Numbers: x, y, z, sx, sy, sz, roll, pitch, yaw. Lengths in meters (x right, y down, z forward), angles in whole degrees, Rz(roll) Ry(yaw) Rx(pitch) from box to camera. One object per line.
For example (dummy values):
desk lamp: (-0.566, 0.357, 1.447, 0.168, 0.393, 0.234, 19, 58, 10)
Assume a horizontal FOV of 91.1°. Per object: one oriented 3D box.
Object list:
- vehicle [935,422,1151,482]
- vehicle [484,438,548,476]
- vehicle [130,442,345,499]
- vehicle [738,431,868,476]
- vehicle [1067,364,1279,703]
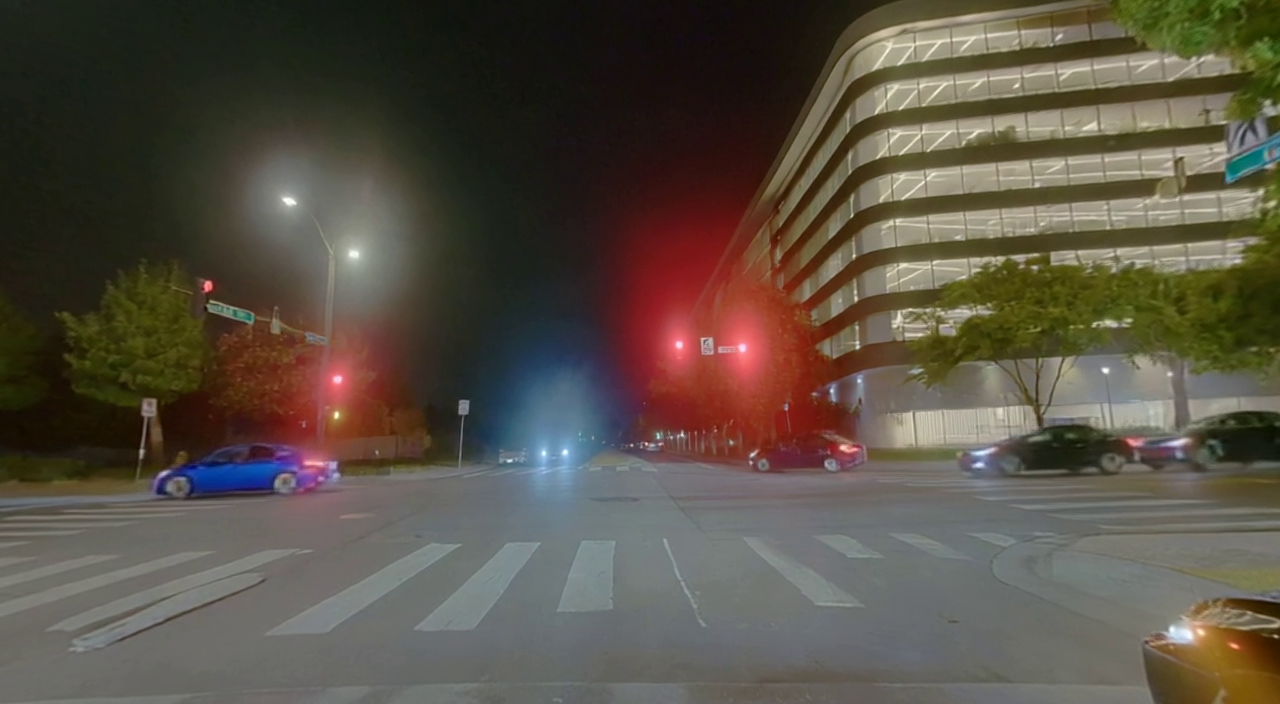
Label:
vehicle: (10.610, 2.653, 16.783, 4.464, 1.472, 1.867, 0, -8, 0)
vehicle: (-5.951, 5.087, 30.661, 2.115, 1.690, 4.322, 0, -8, 1)
vehicle: (-10.959, 3.231, 17.362, 4.613, 1.443, 1.883, 0, -8, -1)
vehicle: (6.461, 4.031, 25.189, 4.551, 1.625, 2.053, -7, -11, 40)
vehicle: (2.884, 0.675, 0.836, 1.947, 1.576, 3.825, 0, -8, 1)
